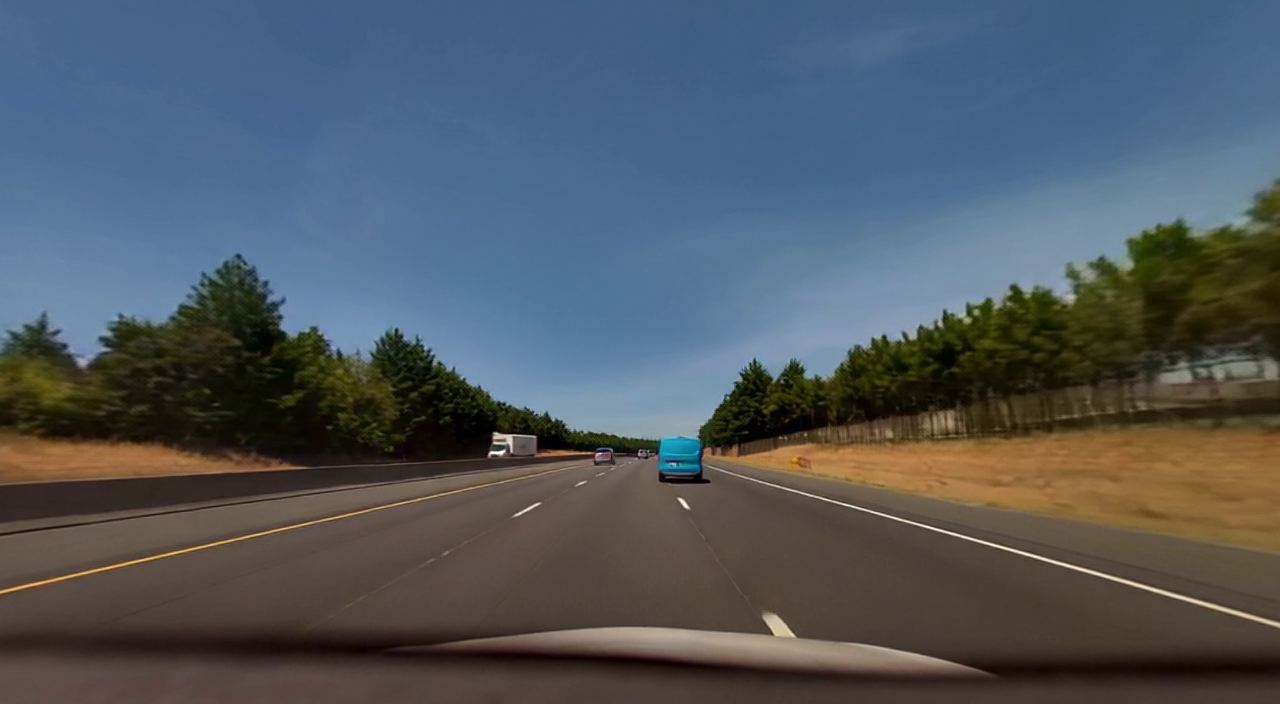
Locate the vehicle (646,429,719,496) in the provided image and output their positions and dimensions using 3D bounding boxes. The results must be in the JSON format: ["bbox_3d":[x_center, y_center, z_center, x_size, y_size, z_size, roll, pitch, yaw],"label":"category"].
[{"bbox_3d":[1.415,3.786,21.898,2.219,2.033,4.911,-1,-9,2],"label":"vehicle"}]
